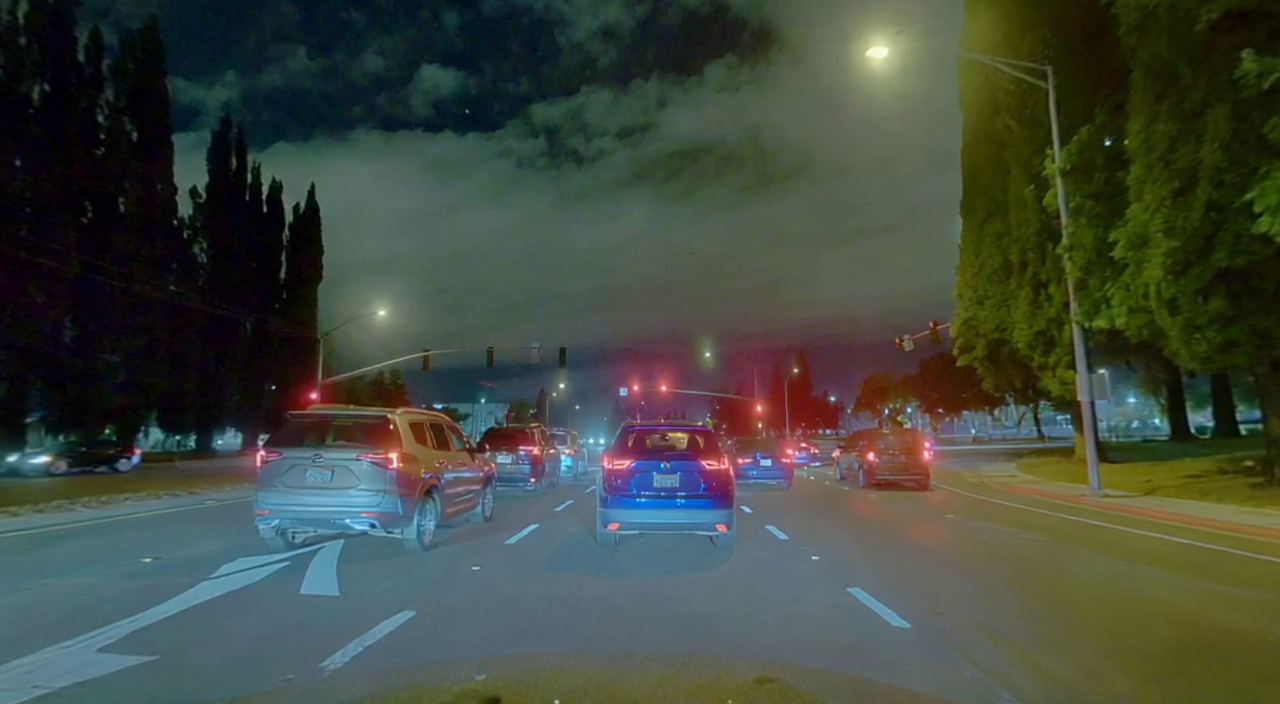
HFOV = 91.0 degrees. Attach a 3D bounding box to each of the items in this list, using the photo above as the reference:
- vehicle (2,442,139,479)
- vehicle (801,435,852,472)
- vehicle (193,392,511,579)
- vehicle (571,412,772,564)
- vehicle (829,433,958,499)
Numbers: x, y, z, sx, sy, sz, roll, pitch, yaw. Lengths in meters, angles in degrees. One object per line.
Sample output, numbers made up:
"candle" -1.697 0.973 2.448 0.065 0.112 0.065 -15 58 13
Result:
"vehicle" -23.904 4.539 26.643 1.966 1.415 4.084 0 -8 0
"vehicle" 8.997 4.847 30.213 2.032 1.621 4.082 -3 -9 20
"vehicle" -3.261 1.620 8.381 2.085 1.812 4.388 0 -8 1
"vehicle" 0.371 1.795 9.038 2.189 1.649 4.171 0 -8 1
"vehicle" 6.860 3.111 17.621 2.067 1.599 4.251 -1 -8 4
